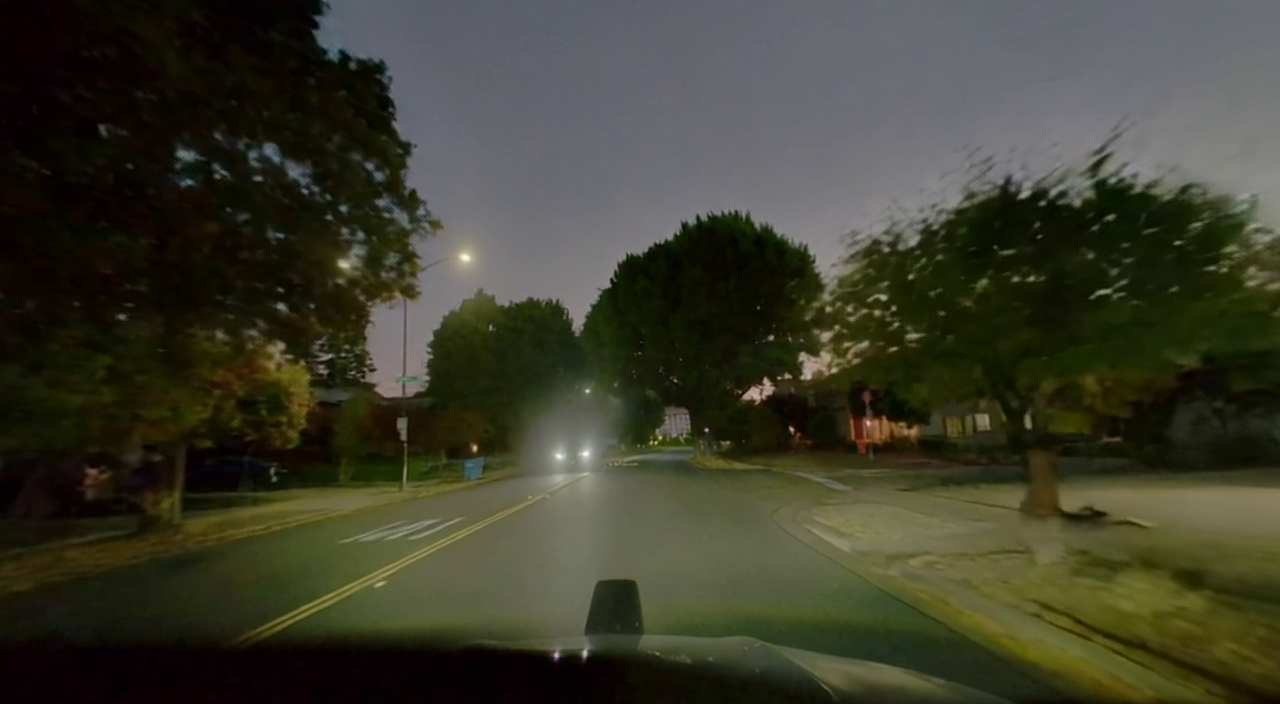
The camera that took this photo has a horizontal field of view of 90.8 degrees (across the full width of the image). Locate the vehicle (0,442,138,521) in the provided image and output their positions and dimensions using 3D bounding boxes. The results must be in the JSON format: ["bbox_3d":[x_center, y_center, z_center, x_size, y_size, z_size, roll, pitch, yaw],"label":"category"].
[{"bbox_3d":[-14.704,2.945,14.677,4.237,1.687,1.970,1,-9,-4],"label":"vehicle"}]

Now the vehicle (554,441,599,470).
[{"bbox_3d":[-3.754,6.189,37.914,2.025,1.660,4.151,-1,-9,4],"label":"vehicle"}]

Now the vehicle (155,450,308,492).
[{"bbox_3d":[-15.124,4.392,23.554,4.370,1.482,1.926,0,-9,2],"label":"vehicle"}]

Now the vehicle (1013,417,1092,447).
[{"bbox_3d":[23.522,4.647,36.238,1.875,1.609,4.322,-1,-9,4],"label":"vehicle"}]
